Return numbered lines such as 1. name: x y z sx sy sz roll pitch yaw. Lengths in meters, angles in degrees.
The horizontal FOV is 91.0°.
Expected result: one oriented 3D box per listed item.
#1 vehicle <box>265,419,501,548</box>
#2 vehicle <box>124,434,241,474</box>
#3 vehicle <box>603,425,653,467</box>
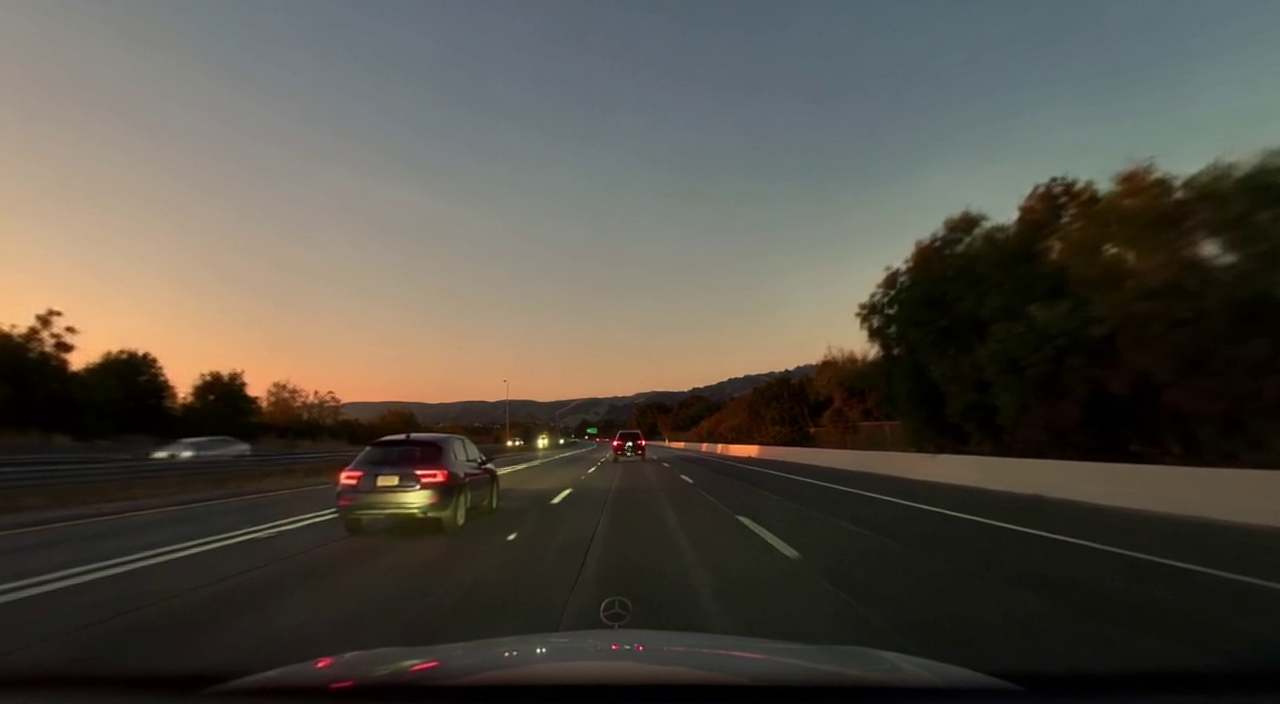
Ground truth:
1. vehicle: -3.735 1.978 10.183 2.039 1.602 4.317 0 -8 -1
2. vehicle: -19.422 4.335 27.002 1.985 1.558 4.109 0 -8 -2
3. vehicle: -0.640 4.801 32.301 2.382 1.973 4.439 0 -8 -2
